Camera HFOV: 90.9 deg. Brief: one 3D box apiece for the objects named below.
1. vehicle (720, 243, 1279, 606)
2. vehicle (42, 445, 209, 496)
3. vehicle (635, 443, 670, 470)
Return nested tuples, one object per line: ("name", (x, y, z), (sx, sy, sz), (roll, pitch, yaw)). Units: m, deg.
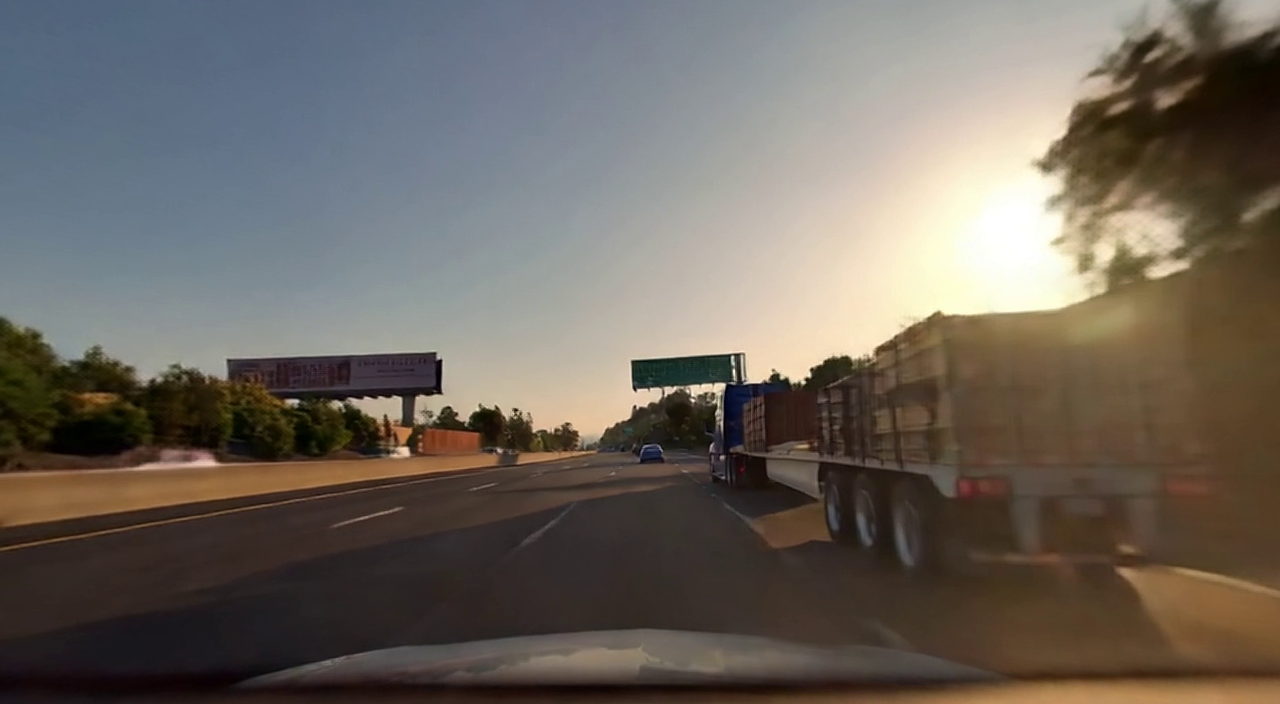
("vehicle", (4.398, 1.912, 14.844), (2.917, 3.179, 18.723), (0, -8, 1))
("vehicle", (-17.460, 3.987, 21.761), (1.811, 1.505, 4.628), (0, -8, 1))
("vehicle", (0.712, 6.332, 38.489), (2.042, 1.528, 4.300), (0, -8, 0))
